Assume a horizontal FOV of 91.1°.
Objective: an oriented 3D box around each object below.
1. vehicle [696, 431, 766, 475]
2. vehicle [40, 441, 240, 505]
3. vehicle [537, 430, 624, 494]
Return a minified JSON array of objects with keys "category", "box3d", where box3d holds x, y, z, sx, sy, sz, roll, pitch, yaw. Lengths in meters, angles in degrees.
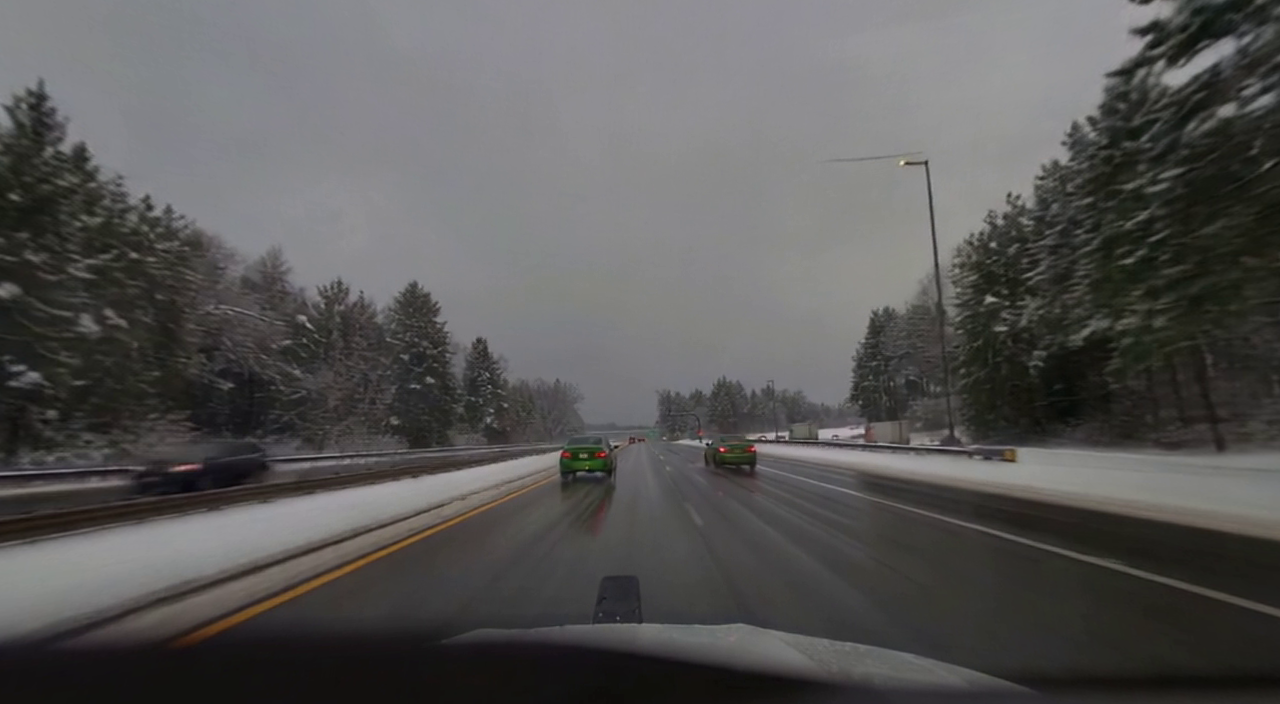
[{"category":"vehicle","box3d":[3.378,3.826,24.177,2.010,1.508,4.285,0,-8,0]},{"category":"vehicle","box3d":[-13.747,3.297,17.743,1.819,1.504,4.608,0,-8,1]},{"category":"vehicle","box3d":[-1.442,2.822,16.610,1.897,1.479,3.724,0,-8,1]}]
